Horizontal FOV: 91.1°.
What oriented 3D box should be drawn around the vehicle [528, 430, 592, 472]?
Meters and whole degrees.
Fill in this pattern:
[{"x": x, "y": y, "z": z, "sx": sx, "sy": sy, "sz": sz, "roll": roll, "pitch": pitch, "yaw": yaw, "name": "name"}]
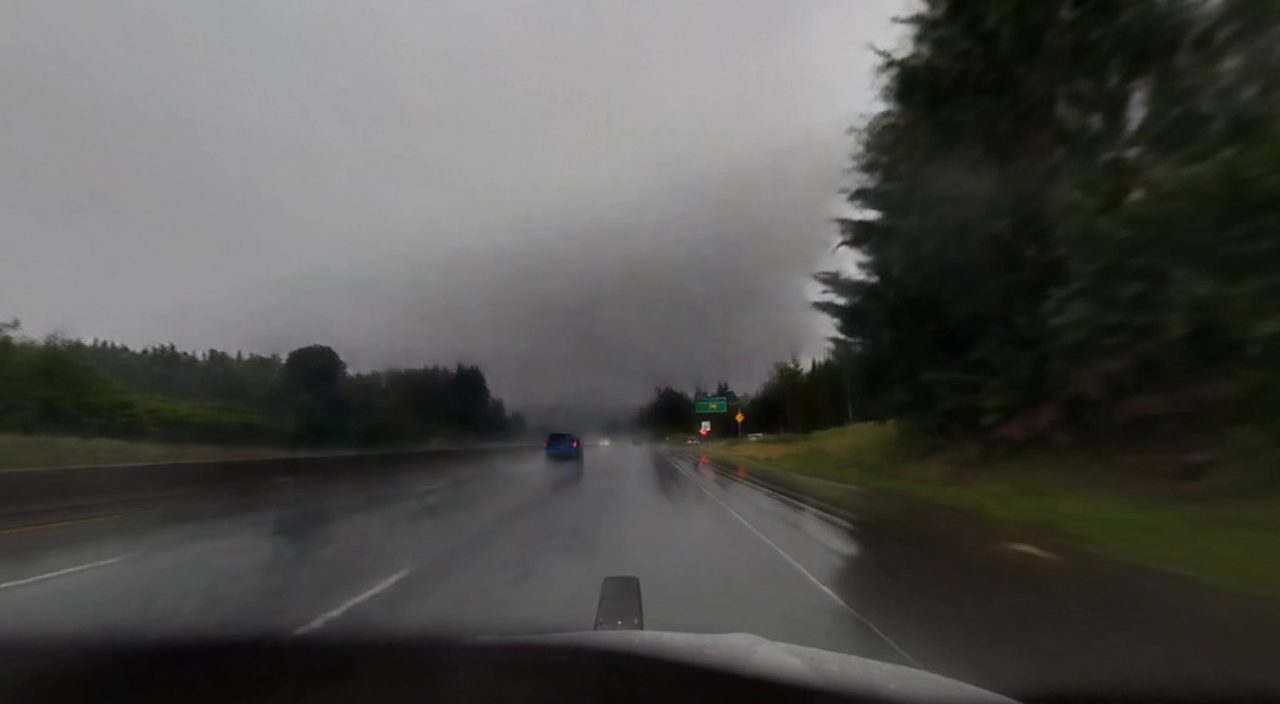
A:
[{"x": -3.379, "y": 4.291, "z": 27.347, "sx": 2.125, "sy": 1.662, "sz": 4.336, "roll": 0, "pitch": -8, "yaw": 1, "name": "vehicle"}]
